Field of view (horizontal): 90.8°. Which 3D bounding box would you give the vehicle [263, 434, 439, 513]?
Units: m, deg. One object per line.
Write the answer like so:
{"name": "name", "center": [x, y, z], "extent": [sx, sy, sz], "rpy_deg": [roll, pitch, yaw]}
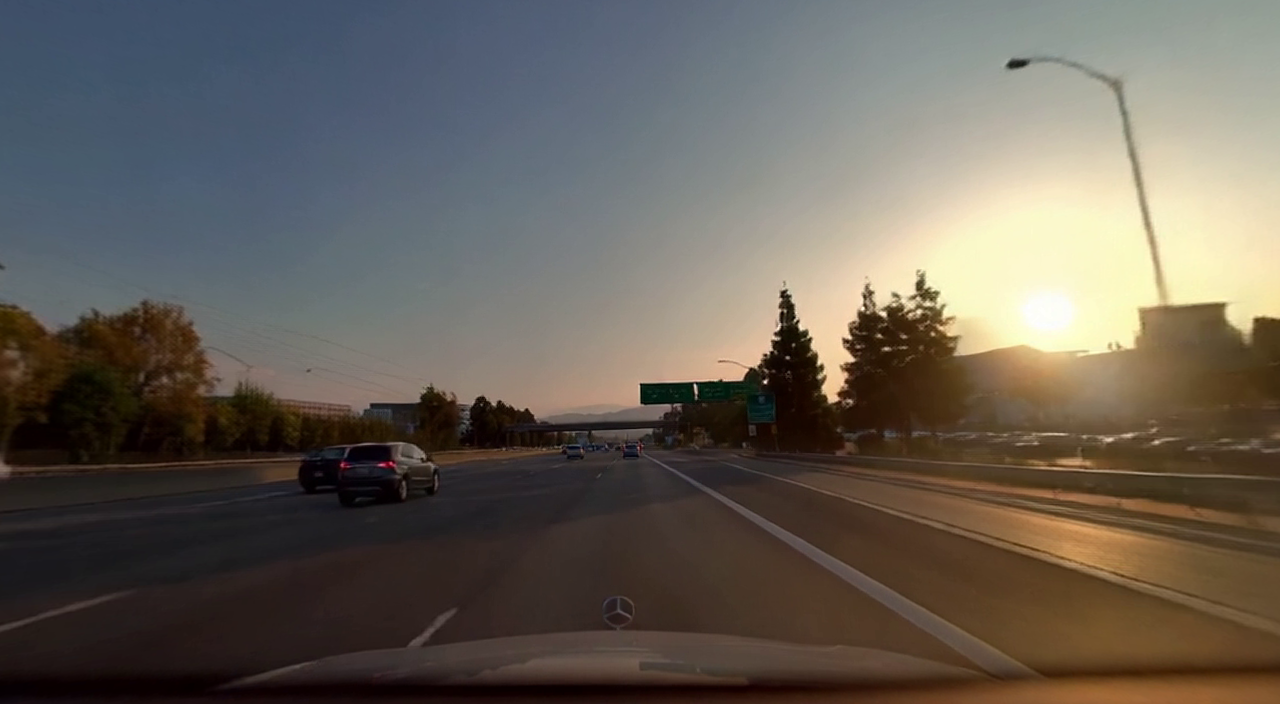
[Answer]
{"name": "vehicle", "center": [-6.731, 2.872, 15.477], "extent": [2.016, 1.606, 4.806], "rpy_deg": [0, -9, 0]}
